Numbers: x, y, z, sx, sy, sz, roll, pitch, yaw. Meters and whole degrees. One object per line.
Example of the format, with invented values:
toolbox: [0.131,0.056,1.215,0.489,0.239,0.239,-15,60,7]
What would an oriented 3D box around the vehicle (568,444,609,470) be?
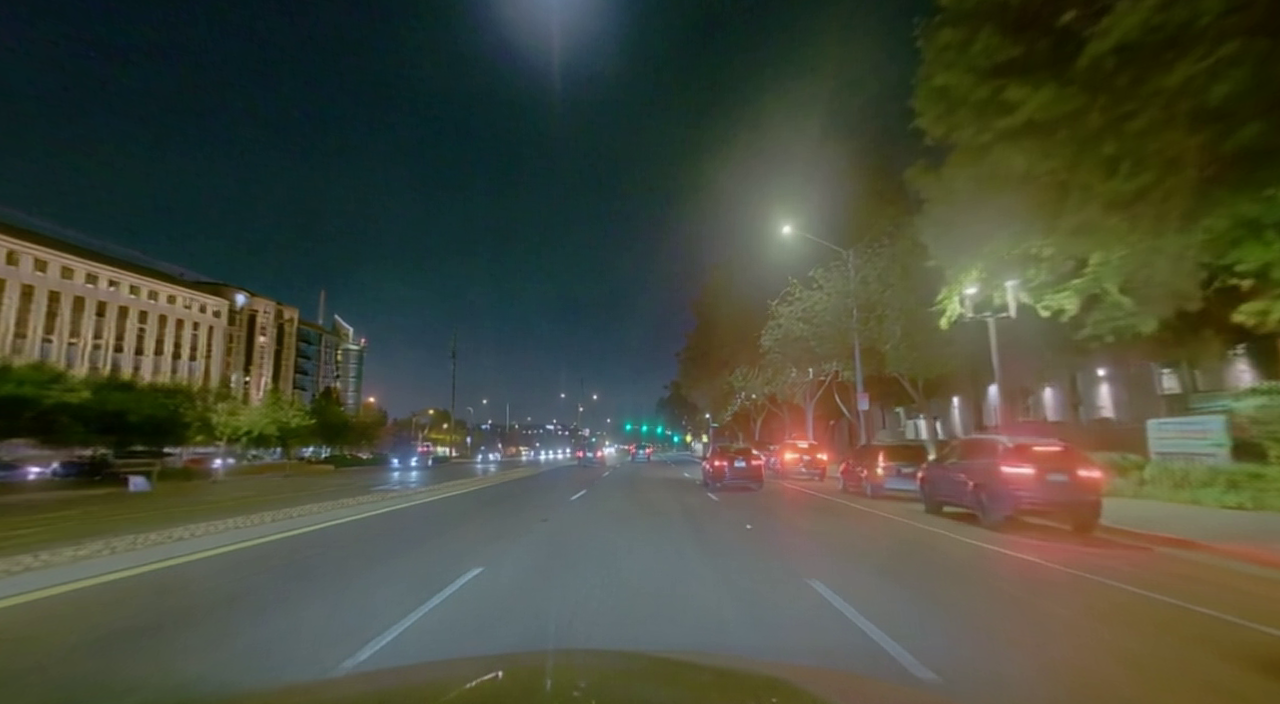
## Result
vehicle: [-3.049,6.370,38.364,2.082,1.467,4.379,0,-9,1]

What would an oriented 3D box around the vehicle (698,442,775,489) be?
vehicle: [3.285,3.953,22.382,1.990,1.486,4.431,0,-9,0]

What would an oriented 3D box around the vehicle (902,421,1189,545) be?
vehicle: [6.835,2.250,11.513,2.023,1.758,4.795,0,-9,0]

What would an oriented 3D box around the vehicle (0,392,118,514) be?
vehicle: [-19.185,2.696,16.742,2.780,3.339,8.934,0,-9,1]

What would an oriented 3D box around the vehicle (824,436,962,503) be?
vehicle: [6.914,3.243,17.807,2.072,1.631,4.246,0,-9,-1]

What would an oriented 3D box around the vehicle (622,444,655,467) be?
vehicle: [-0.047,7.021,42.763,2.101,1.480,3.929,0,-9,1]

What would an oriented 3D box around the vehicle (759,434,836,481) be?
vehicle: [6.916,4.672,28.215,2.215,1.909,4.875,0,-9,1]
